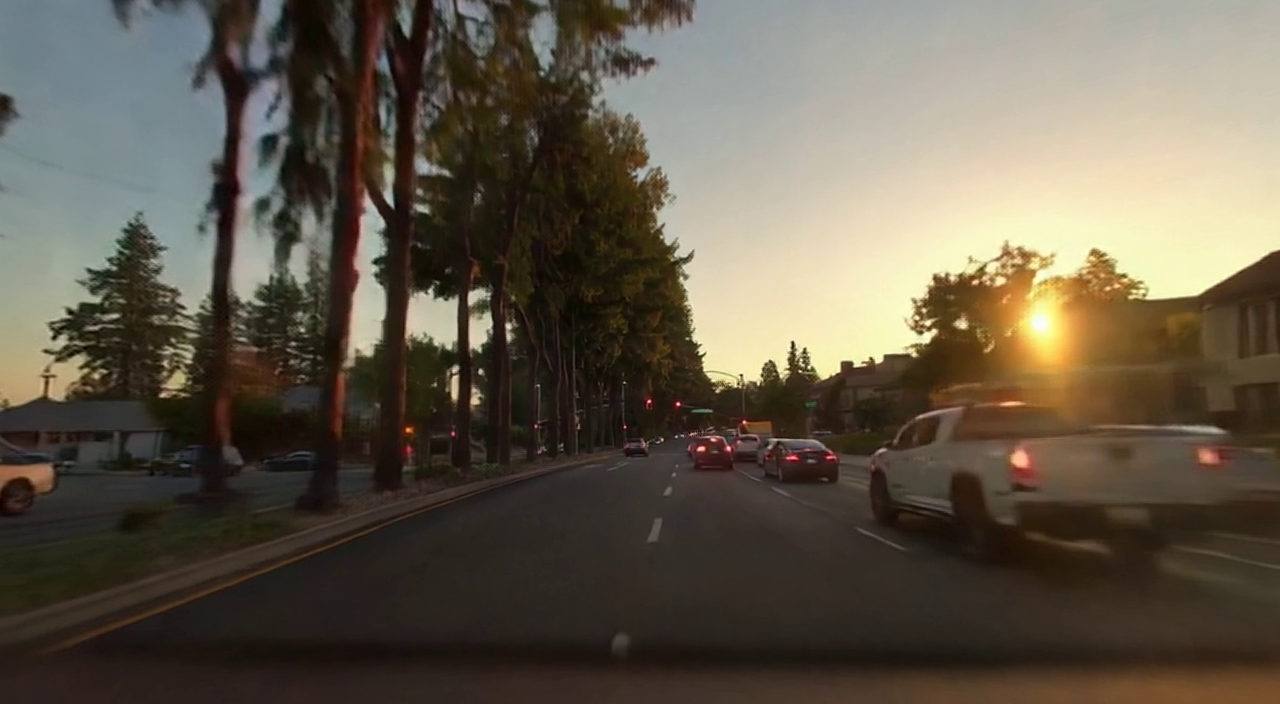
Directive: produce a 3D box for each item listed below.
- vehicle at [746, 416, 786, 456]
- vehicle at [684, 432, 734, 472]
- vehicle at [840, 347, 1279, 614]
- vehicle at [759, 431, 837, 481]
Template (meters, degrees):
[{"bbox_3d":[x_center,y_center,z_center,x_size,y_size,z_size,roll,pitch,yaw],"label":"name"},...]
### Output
[{"bbox_3d":[7.841,5.297,39.646,1.933,2.309,3.468,-2,-8,3],"label":"vehicle"},{"bbox_3d":[3.121,4.595,29.310,2.052,1.693,4.554,0,-8,3],"label":"vehicle"},{"bbox_3d":[4.560,1.438,8.084,2.268,2.090,6.113,0,-8,3],"label":"vehicle"},{"bbox_3d":[6.103,4.028,25.017,1.803,1.754,4.480,0,-7,-2],"label":"vehicle"}]
